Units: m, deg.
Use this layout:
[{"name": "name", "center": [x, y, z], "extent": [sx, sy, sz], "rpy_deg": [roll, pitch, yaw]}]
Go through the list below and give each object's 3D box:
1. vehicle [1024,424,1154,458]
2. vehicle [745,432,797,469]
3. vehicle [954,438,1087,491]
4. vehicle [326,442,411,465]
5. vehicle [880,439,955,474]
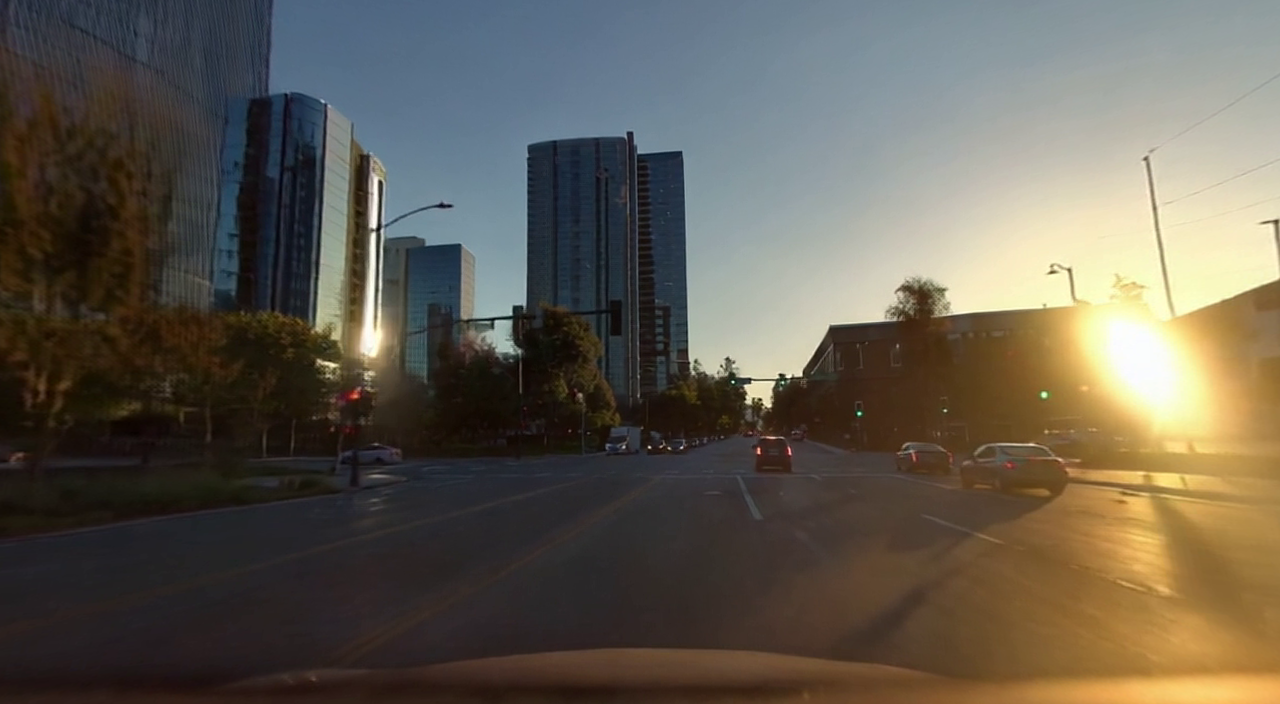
[{"name": "vehicle", "center": [28.392, 5.695, 39.929], "extent": [6.170, 1.978, 2.399], "rpy_deg": [-1, -9, 7]}, {"name": "vehicle", "center": [6.720, 5.090, 32.543], "extent": [2.203, 1.801, 4.331], "rpy_deg": [-1, -9, 6]}, {"name": "vehicle", "center": [11.644, 3.445, 19.600], "extent": [1.896, 1.463, 4.296], "rpy_deg": [-1, -9, 7]}, {"name": "vehicle", "center": [-18.388, 6.904, 42.650], "extent": [4.856, 1.528, 2.053], "rpy_deg": [-1, -10, 8]}, {"name": "vehicle", "center": [12.624, 4.776, 28.887], "extent": [1.860, 1.460, 4.379], "rpy_deg": [-1, -9, 6]}]
